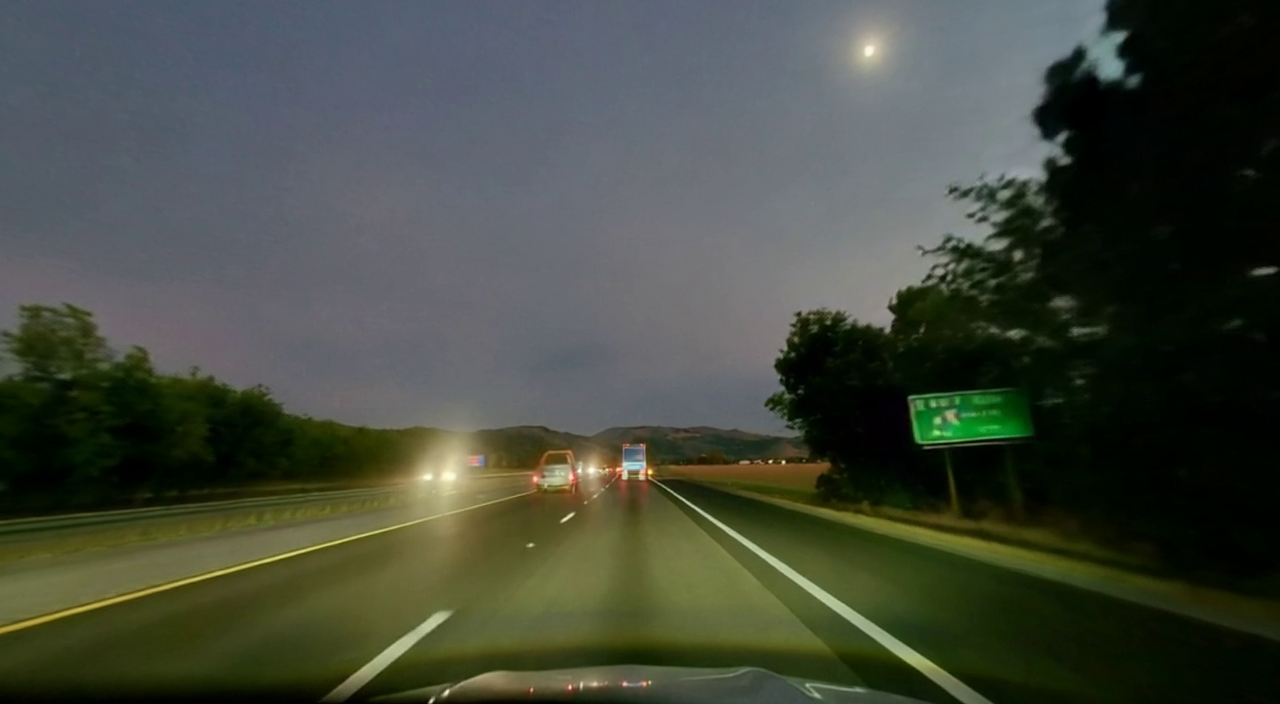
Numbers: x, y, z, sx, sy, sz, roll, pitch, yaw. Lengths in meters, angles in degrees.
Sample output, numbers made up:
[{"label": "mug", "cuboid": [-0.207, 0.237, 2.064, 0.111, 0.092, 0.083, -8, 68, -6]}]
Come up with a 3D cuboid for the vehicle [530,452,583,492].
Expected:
[{"label": "vehicle", "cuboid": [-4.438, 6.501, 34.250, 2.208, 1.973, 4.716, 1, -10, 0]}]
